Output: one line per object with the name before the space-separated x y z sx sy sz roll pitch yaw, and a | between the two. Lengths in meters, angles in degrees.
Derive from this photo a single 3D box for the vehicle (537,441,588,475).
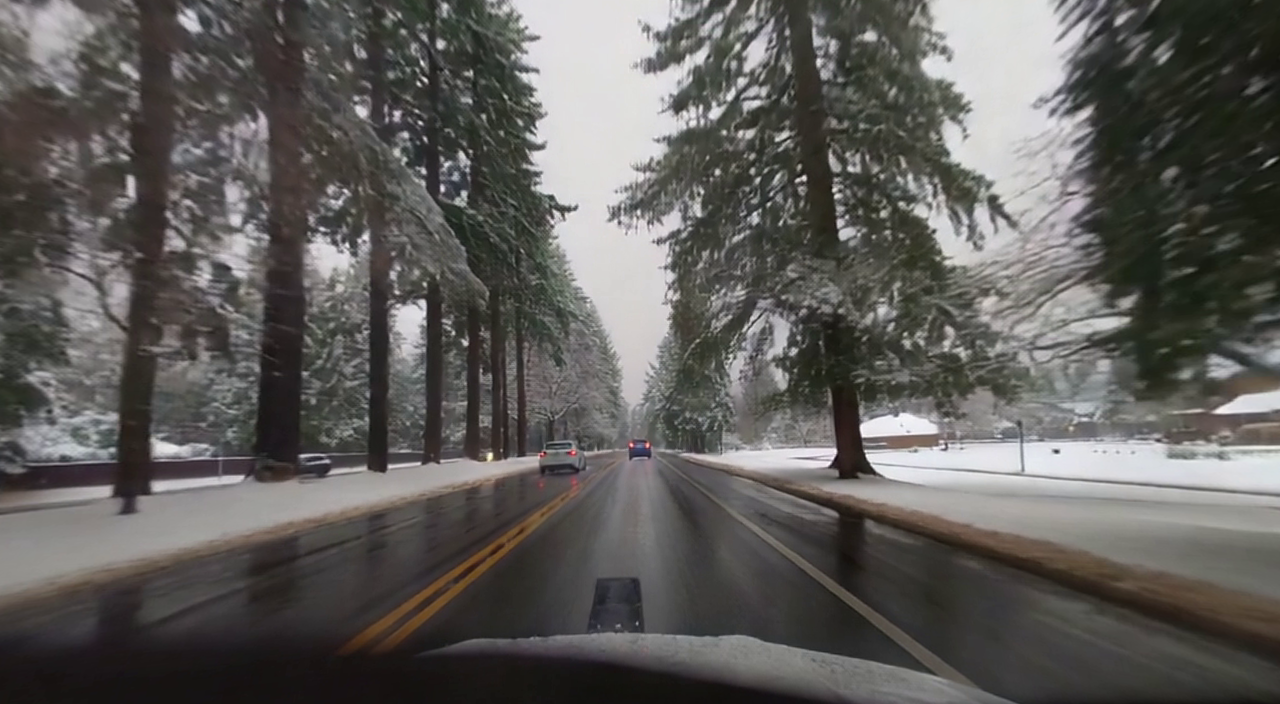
vehicle | -3.635 5.045 30.385 1.917 1.448 4.178 -1 -8 0

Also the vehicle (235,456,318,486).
vehicle | -20.323 6.638 35.569 1.819 1.459 4.745 -1 -8 1
